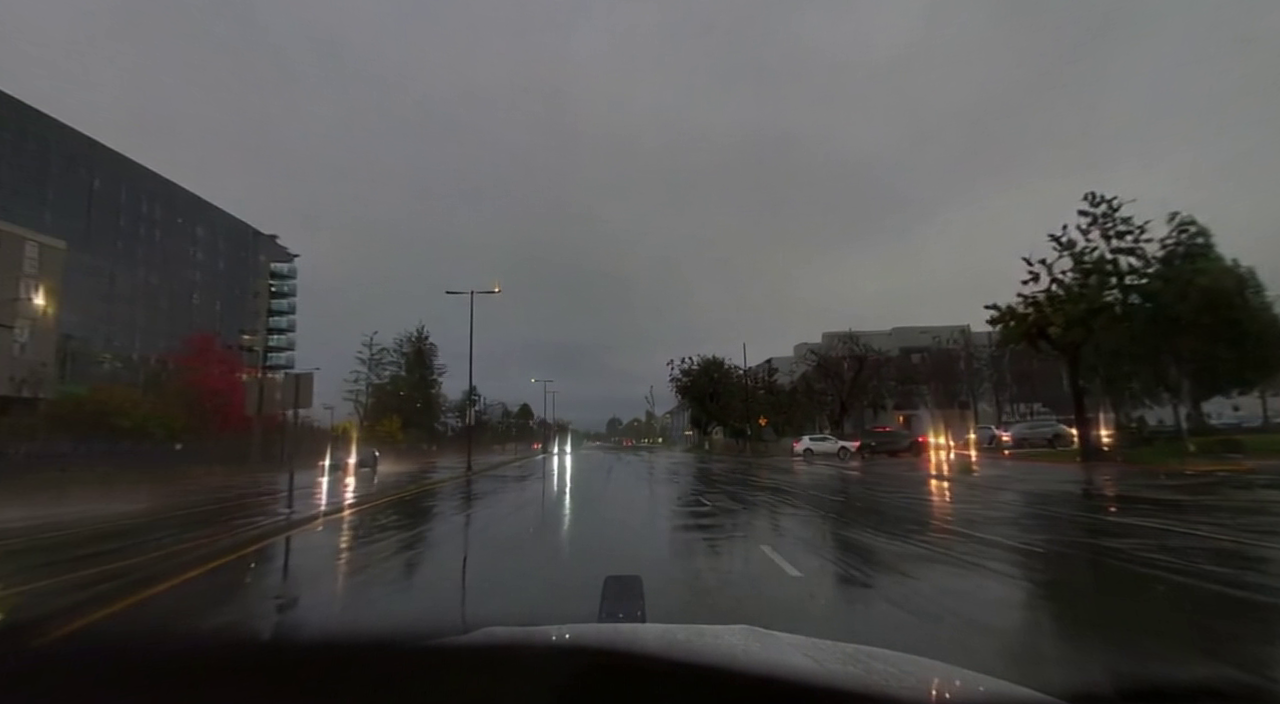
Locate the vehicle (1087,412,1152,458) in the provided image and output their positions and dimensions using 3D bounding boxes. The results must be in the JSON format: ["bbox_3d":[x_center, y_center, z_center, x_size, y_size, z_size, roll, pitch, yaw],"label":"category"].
[{"bbox_3d":[25.318,4.404,33.437,1.246,2.287,2.709,-1,-9,2],"label":"vehicle"}]

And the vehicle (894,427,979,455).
[{"bbox_3d":[21.593,6.508,46.148,4.958,1.960,2.402,-1,-8,3],"label":"vehicle"}]

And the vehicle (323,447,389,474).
[{"bbox_3d":[-17.801,6.829,39.908,2.039,1.466,4.783,-2,-8,-1],"label":"vehicle"}]
